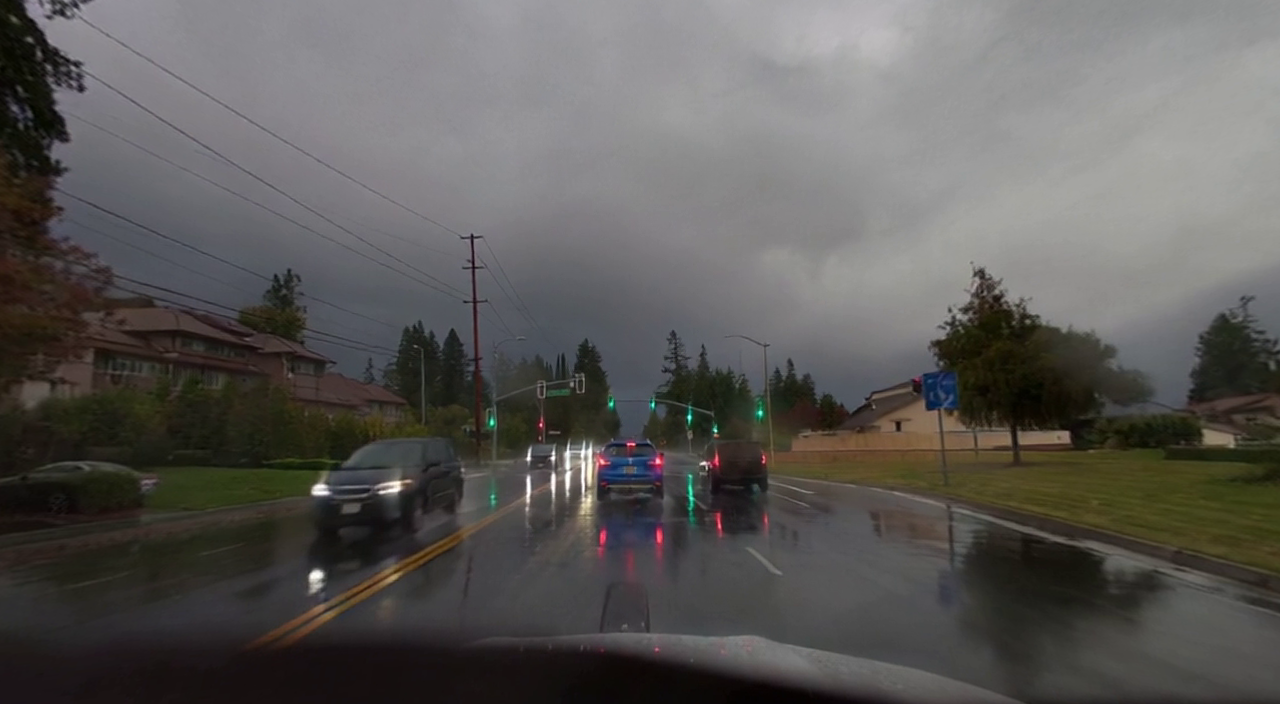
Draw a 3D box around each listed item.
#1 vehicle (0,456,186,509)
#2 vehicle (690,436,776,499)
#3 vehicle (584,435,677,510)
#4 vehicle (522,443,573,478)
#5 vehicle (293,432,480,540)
[{"bbox_3d":[-16.523,3.889,18.935,4.245,1.446,1.827,0,-8,-2],"label":"vehicle"},{"bbox_3d":[2.798,3.588,19.979,1.967,1.756,4.281,0,-8,-1],"label":"vehicle"},{"bbox_3d":[-0.243,3.072,16.586,2.151,1.695,4.100,0,-8,-1],"label":"vehicle"},{"bbox_3d":[-5.274,6.263,36.714,2.197,1.882,4.973,0,-8,0],"label":"vehicle"},{"bbox_3d":[-4.645,2.477,12.292,2.063,1.727,3.923,0,-8,-1],"label":"vehicle"}]
